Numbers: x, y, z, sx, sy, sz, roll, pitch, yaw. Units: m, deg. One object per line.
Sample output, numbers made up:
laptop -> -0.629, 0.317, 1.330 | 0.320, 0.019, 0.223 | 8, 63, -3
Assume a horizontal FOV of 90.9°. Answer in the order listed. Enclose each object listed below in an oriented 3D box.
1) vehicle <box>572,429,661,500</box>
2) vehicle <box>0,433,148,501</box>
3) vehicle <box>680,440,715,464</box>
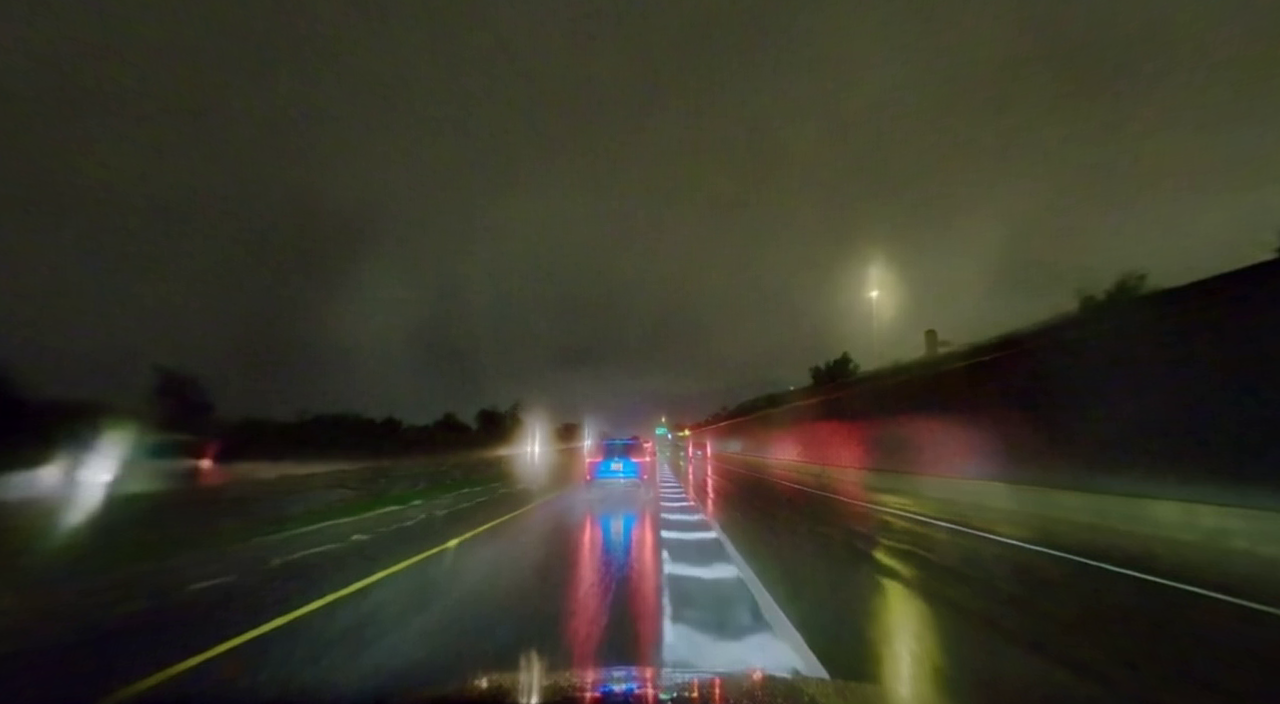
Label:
vehicle -> -0.504, 3.059, 17.597 | 2.143, 1.693, 4.513 | -1, -8, 2
vehicle -> -18.438, 3.485, 19.586 | 2.248, 1.820, 4.877 | -1, -8, 1
vehicle -> 4.062, 7.152, 45.238 | 2.073, 1.621, 3.993 | 0, -8, 0
